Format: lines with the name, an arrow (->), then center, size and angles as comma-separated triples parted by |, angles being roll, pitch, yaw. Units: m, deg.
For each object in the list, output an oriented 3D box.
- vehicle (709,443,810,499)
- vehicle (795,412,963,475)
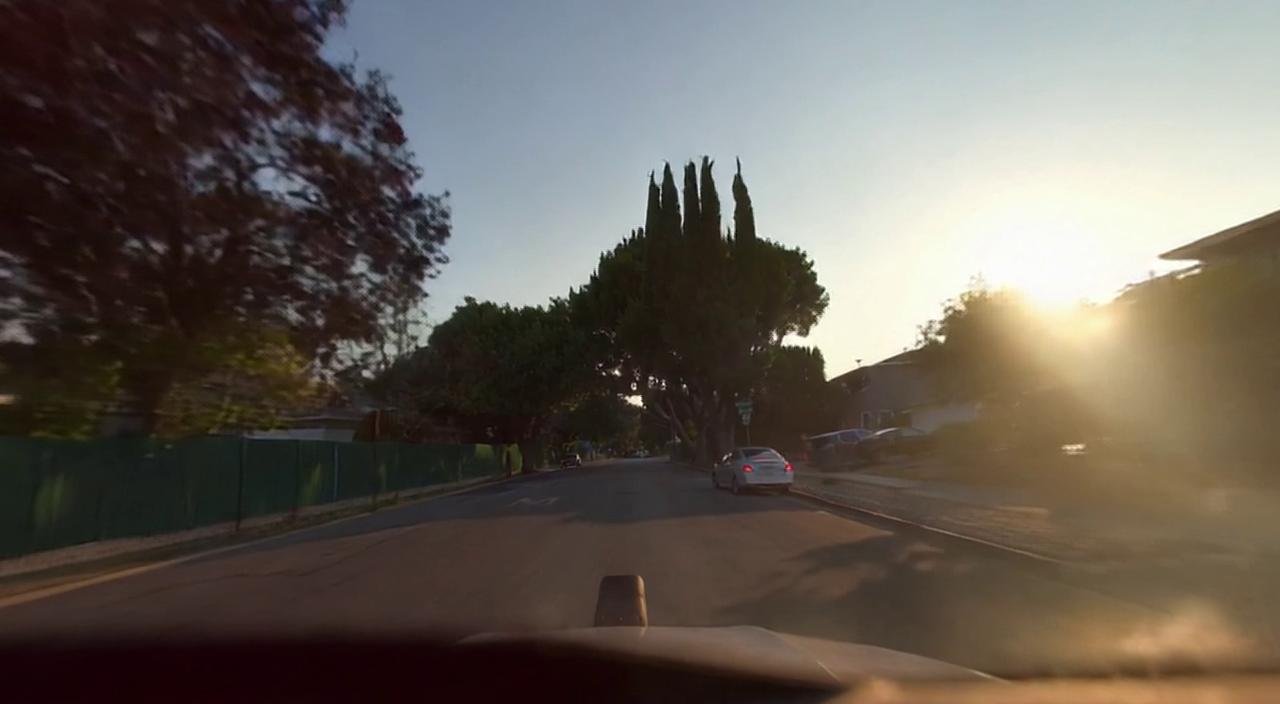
vehicle -> 3.640, 3.733, 20.265 | 2.051, 1.524, 5.047 | 0, -9, -2
vehicle -> 9.780, 3.820, 26.309 | 5.935, 1.911, 2.236 | -6, -10, -1
